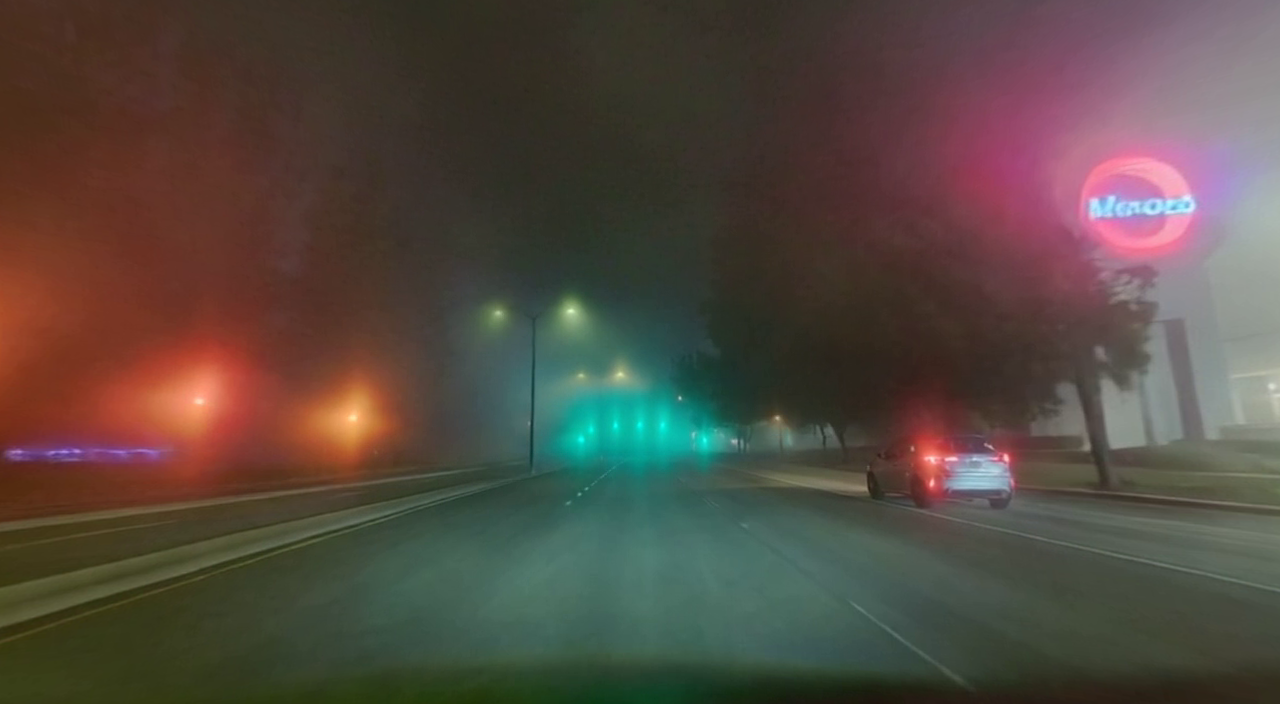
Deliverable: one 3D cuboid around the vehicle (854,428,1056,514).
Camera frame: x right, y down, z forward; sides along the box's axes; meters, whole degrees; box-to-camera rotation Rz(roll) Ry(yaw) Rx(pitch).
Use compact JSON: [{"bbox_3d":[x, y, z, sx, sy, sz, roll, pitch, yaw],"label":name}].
[{"bbox_3d":[6.452,2.490,13.731,1.913,1.504,4.738,0,-9,-1],"label":"vehicle"}]
